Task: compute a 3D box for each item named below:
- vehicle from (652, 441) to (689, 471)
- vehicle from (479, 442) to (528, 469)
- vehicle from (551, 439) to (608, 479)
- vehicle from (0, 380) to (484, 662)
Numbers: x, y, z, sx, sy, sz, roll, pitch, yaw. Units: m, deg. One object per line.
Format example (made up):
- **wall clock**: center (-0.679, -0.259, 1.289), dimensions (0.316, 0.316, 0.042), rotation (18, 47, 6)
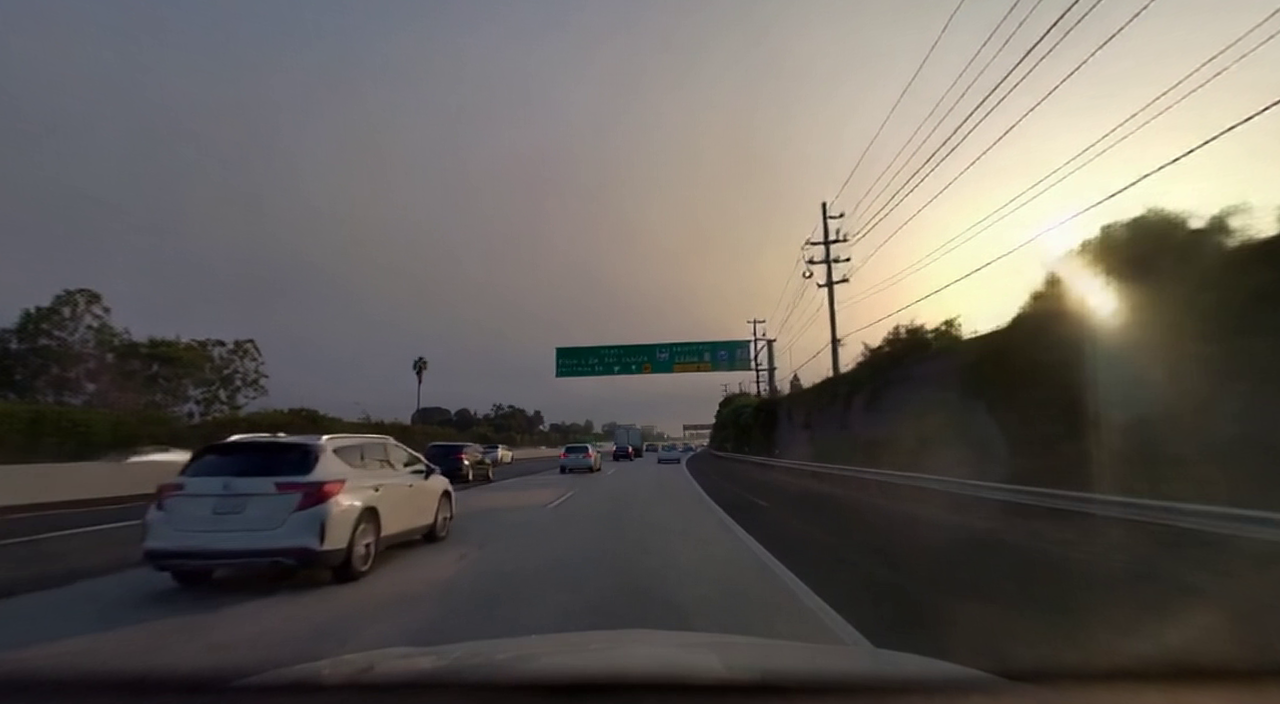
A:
- **vehicle**: center (1.856, 6.191, 37.481), dimensions (2.038, 1.677, 4.219), rotation (-1, -9, 4)
- **vehicle**: center (-9.409, 7.155, 43.719), dimensions (2.097, 1.722, 4.981), rotation (-1, -9, 3)
- **vehicle**: center (-2.667, 4.837, 28.627), dimensions (1.976, 1.688, 4.124), rotation (-1, -9, 3)
- **vehicle**: center (-3.428, 1.465, 6.597), dimensions (2.202, 1.801, 4.959), rotation (0, -9, 1)
